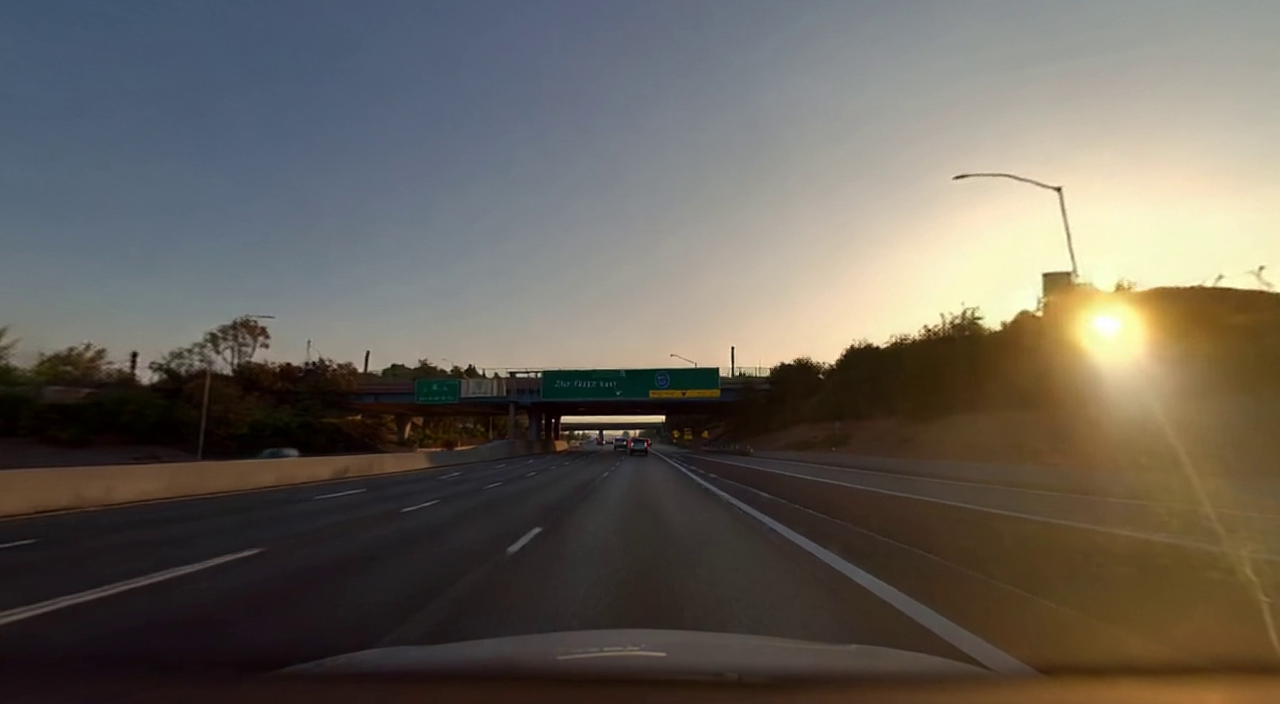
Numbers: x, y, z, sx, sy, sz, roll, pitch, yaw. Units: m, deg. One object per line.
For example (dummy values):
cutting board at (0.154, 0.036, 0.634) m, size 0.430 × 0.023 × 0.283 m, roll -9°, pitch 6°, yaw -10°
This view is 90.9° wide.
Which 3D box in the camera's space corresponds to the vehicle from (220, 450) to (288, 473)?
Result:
vehicle at (-27.137, 7.673, 44.501) m, size 1.863 × 1.509 × 4.466 m, roll -1°, pitch -9°, yaw 2°
